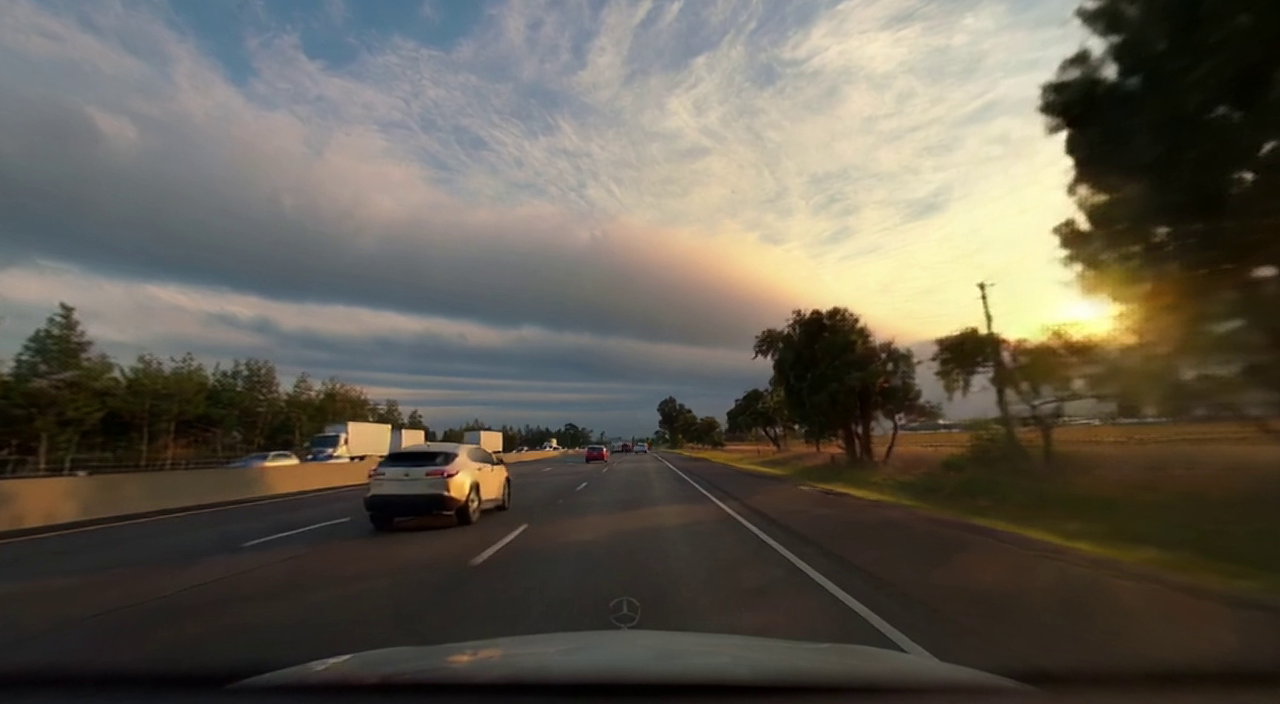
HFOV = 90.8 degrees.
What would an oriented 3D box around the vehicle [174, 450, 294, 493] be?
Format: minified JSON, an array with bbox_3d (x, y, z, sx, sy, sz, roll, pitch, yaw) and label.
[{"bbox_3d":[-14.984,4.396,23.562,1.881,1.404,3.891,0,-9,0],"label":"vehicle"}]

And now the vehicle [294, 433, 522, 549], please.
[{"bbox_3d":[-3.444,2.160,10.467,2.110,1.500,4.259,0,-9,1],"label":"vehicle"}]

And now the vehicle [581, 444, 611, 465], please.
[{"bbox_3d":[-3.282,7.726,47.703,1.954,1.541,4.079,0,-9,0],"label":"vehicle"}]
